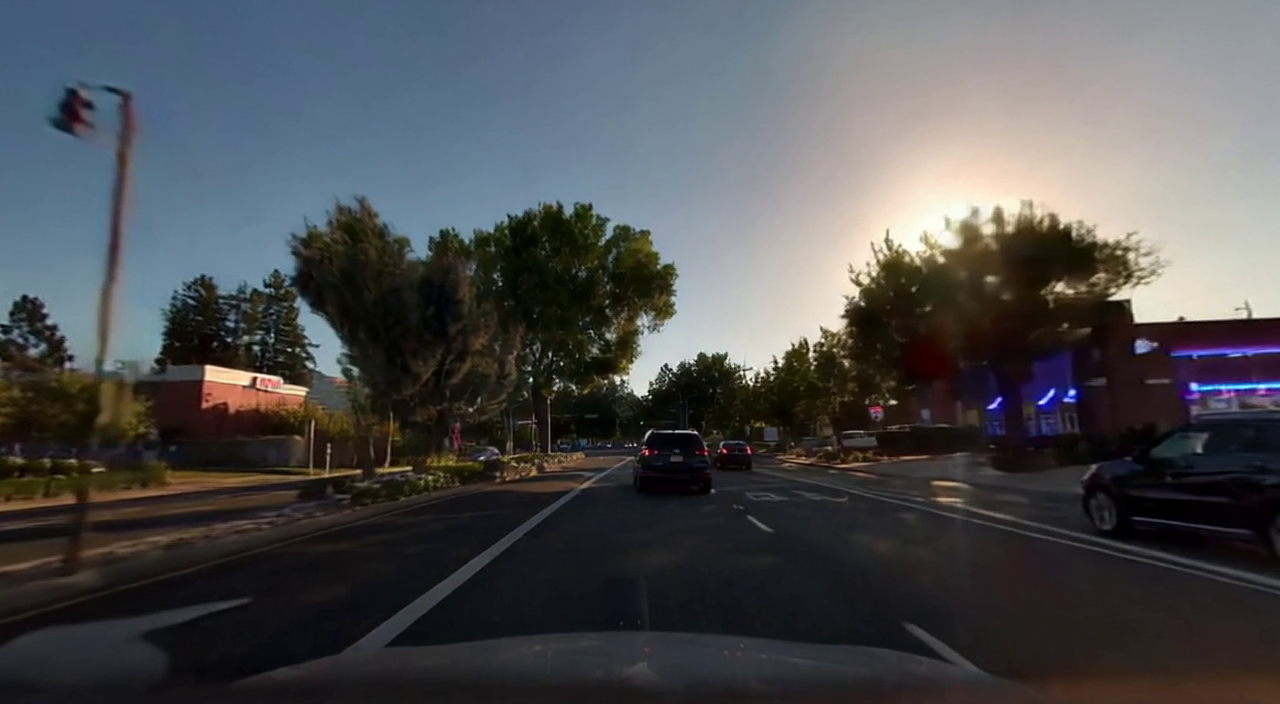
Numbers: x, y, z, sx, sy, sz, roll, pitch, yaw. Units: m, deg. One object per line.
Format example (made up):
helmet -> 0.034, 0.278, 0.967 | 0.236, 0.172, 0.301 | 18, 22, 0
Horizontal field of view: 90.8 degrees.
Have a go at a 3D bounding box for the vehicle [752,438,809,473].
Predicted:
vehicle -> 6.921, 5.117, 31.491 | 1.793, 1.585, 4.130 | 0, -8, -1

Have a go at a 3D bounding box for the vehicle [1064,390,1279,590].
vehicle -> 6.706, 1.285, 6.002 | 2.025, 1.765, 4.729 | 0, -8, 0

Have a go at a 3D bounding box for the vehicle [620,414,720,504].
vehicle -> 0.576, 2.686, 16.240 | 2.038, 1.917, 4.900 | 0, -8, -3

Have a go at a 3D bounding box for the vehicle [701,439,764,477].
vehicle -> 3.841, 4.489, 26.933 | 1.940, 1.474, 4.234 | 0, -8, -2
